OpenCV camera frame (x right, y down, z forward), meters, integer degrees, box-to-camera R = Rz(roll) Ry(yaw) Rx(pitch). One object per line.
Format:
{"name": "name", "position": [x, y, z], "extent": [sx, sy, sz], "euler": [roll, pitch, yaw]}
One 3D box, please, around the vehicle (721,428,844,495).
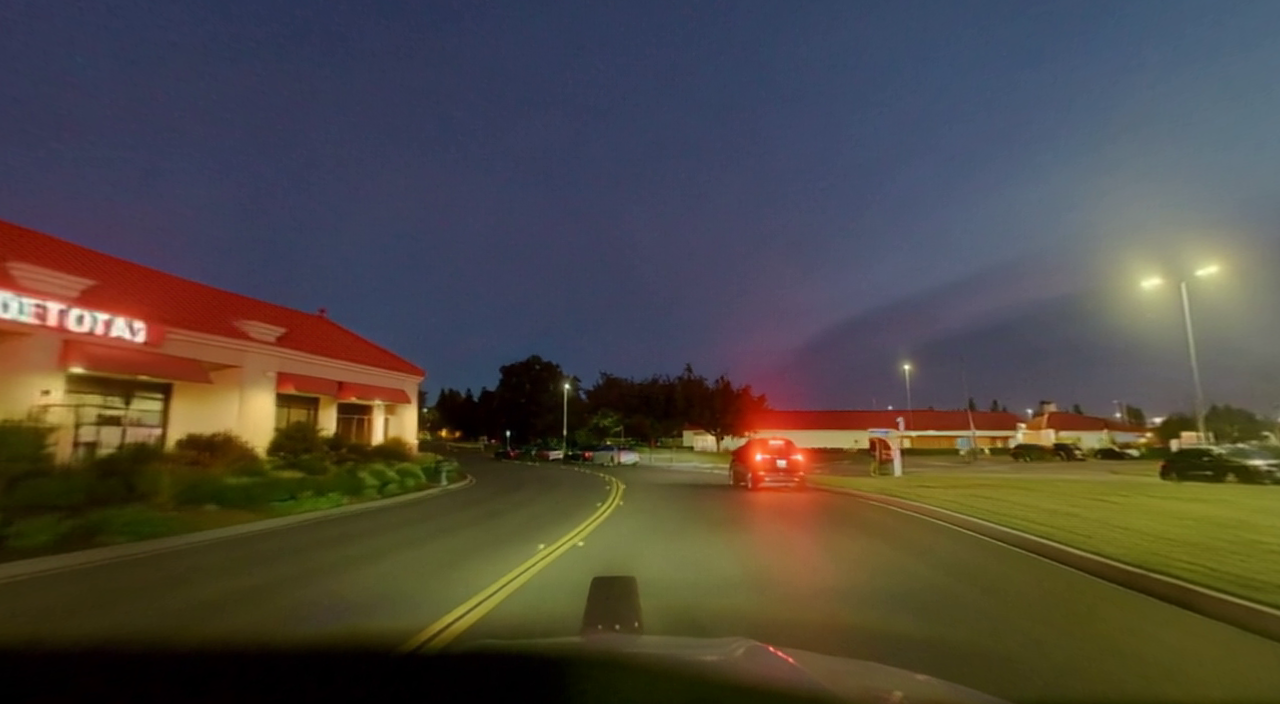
{"name": "vehicle", "position": [4.154, 3.316, 19.535], "extent": [2.292, 1.767, 5.128], "euler": [0, -8, -4]}

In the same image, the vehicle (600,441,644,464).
{"name": "vehicle", "position": [-1.422, 7.672, 48.177], "extent": [2.007, 1.639, 4.444], "euler": [3, -9, -21]}

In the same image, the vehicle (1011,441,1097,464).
{"name": "vehicle", "position": [29.925, 7.277, 45.803], "extent": [1.815, 1.574, 4.800], "euler": [7, -11, -40]}
